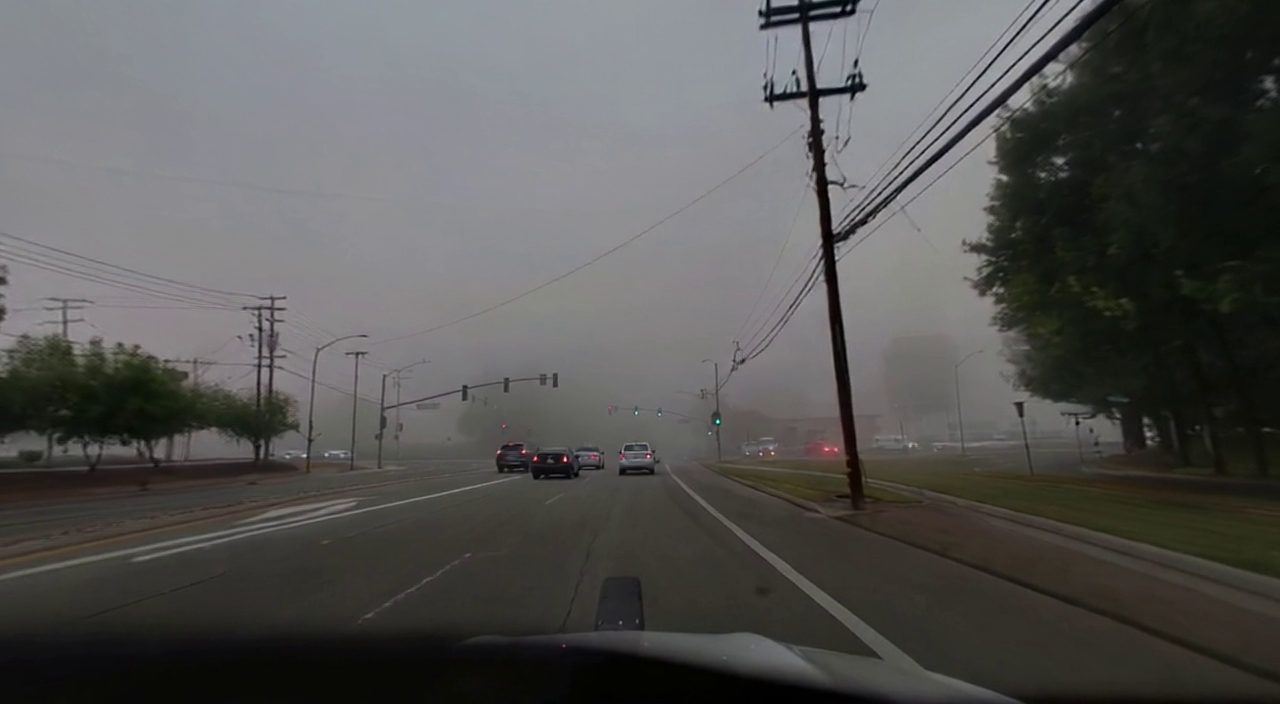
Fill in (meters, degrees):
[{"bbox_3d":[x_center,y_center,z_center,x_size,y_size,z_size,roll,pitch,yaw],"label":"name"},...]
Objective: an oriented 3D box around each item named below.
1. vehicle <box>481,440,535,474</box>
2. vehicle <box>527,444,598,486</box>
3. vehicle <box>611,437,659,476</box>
[{"bbox_3d":[-7.064,5.631,34.199,1.860,1.754,4.089,0,-8,3],"label":"vehicle"},{"bbox_3d":[-2.936,4.368,24.874,2.064,1.464,4.373,0,-8,2],"label":"vehicle"},{"bbox_3d":[-0.196,5.302,32.289,2.276,1.850,3.897,0,-8,2],"label":"vehicle"}]
